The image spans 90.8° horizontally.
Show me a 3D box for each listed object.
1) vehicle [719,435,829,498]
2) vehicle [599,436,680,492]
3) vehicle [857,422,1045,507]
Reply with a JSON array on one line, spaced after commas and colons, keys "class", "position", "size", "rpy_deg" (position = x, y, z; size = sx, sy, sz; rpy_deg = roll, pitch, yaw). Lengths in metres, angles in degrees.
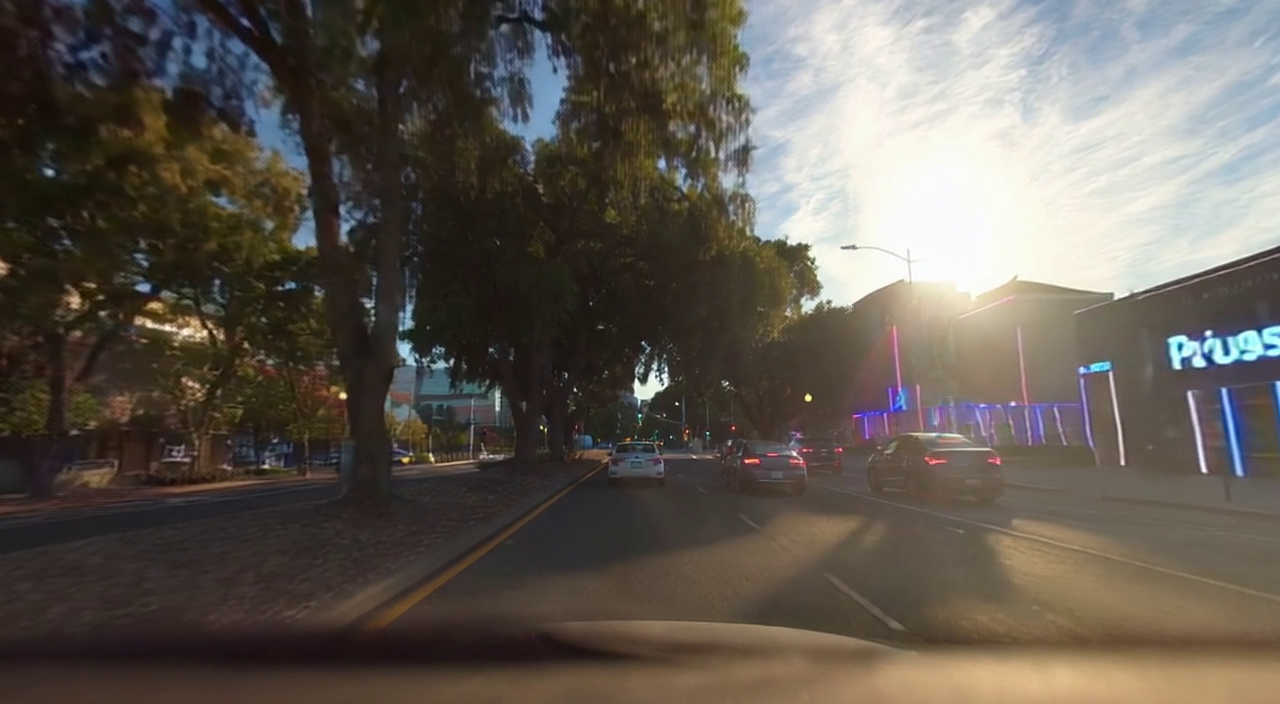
[{"class": "vehicle", "position": [3.461, 3.045, 17.194], "size": [1.993, 1.477, 4.240], "rpy_deg": [0, -8, -1]}, {"class": "vehicle", "position": [-0.037, 3.237, 18.585], "size": [2.101, 1.444, 4.248], "rpy_deg": [0, -8, -1]}, {"class": "vehicle", "position": [7.226, 2.671, 15.433], "size": [2.052, 1.708, 4.842], "rpy_deg": [0, -8, -1]}]
